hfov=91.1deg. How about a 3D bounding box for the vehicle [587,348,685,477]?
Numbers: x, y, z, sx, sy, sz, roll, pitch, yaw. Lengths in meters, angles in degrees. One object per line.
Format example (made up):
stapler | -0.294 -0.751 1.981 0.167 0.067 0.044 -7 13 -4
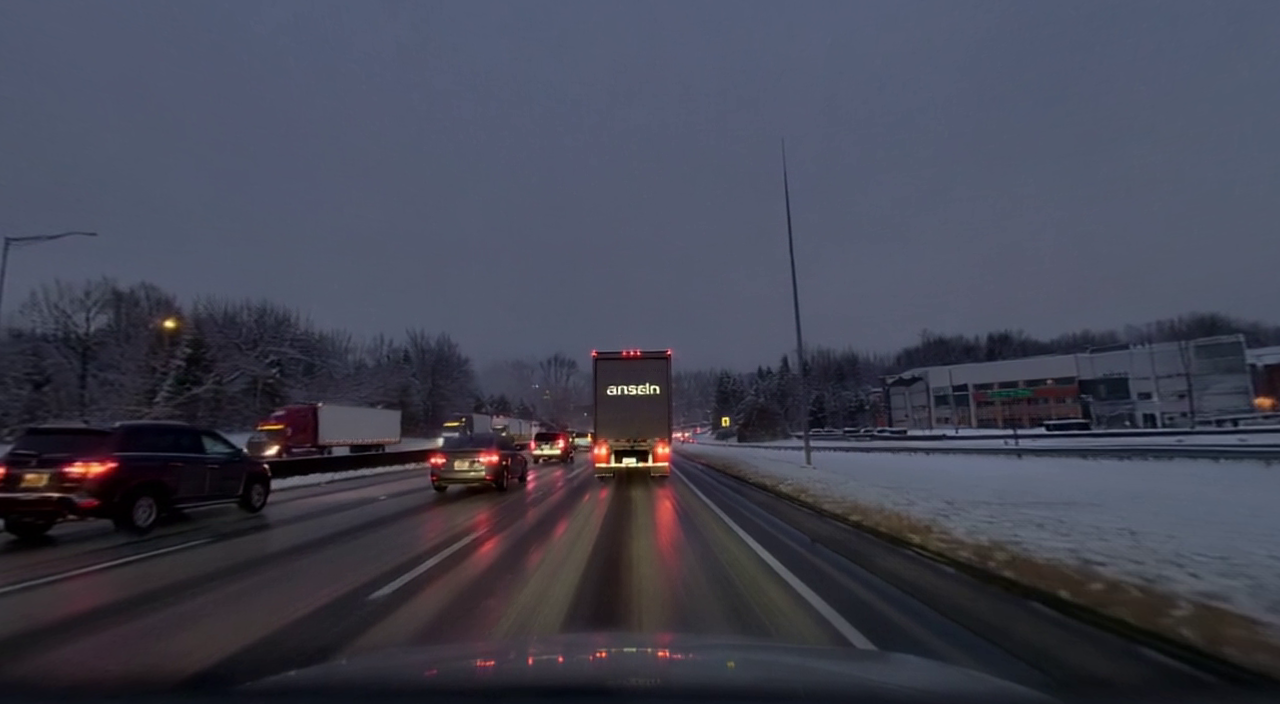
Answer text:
vehicle | -0.291 2.693 26.007 3.171 4.204 11.036 0 -8 -2

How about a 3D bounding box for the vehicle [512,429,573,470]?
vehicle | -4.059 4.146 26.912 1.946 1.599 4.073 0 -8 0

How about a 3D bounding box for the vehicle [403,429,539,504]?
vehicle | -3.806 2.630 15.051 1.964 1.507 4.361 0 -8 1

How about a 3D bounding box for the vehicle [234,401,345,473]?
vehicle | -22.175 5.428 40.305 3.113 4.229 6.375 0 -8 2

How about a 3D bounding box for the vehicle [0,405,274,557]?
vehicle | -7.772 1.762 9.351 1.998 1.698 4.461 0 -8 -1
